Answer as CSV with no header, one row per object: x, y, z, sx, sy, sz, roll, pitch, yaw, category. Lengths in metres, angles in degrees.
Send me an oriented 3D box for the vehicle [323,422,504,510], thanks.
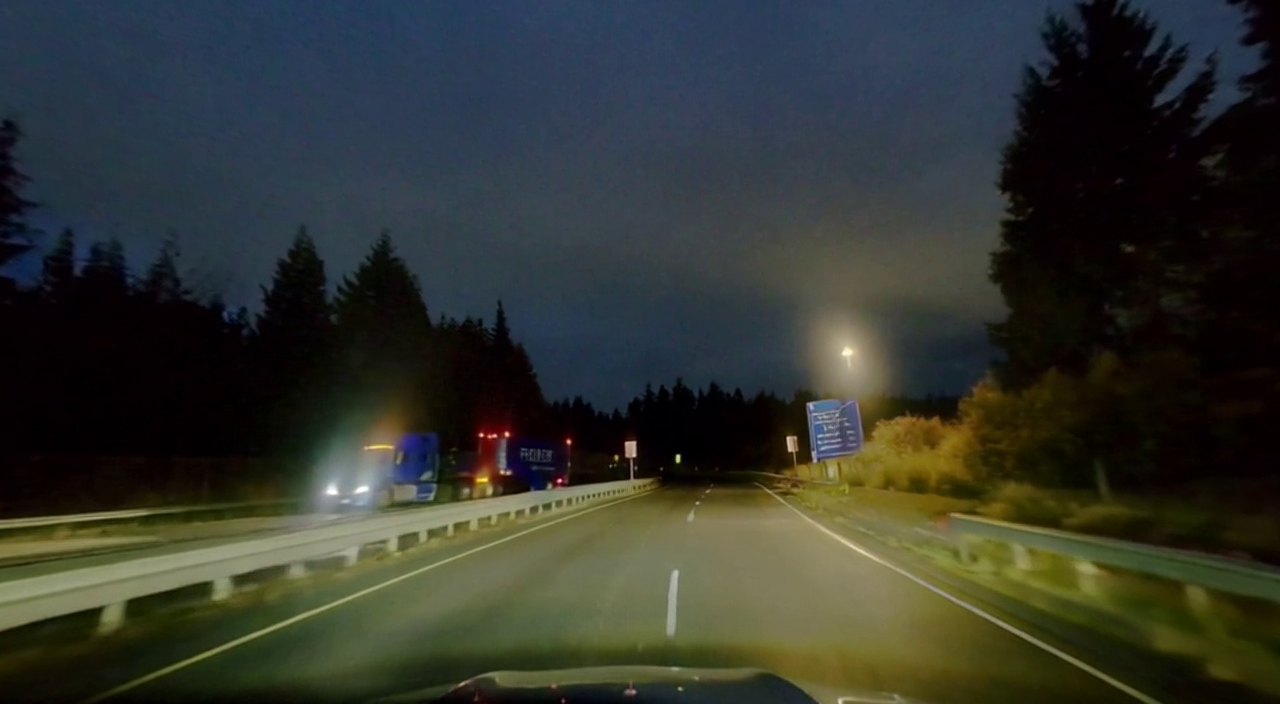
-12.445,6.527,35.991,2.952,4.284,9.811,-6,-12,31,vehicle

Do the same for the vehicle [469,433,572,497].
-8.184,7.999,44.398,2.935,4.083,7.922,-4,-11,24,vehicle
